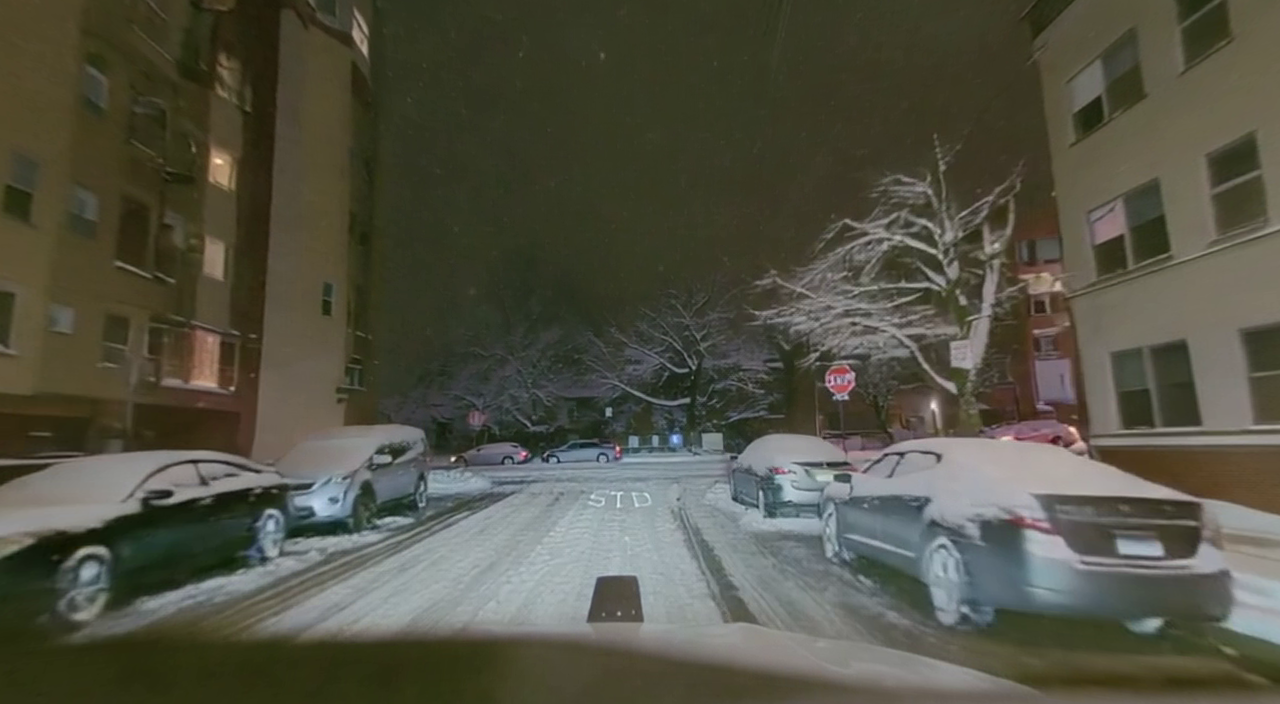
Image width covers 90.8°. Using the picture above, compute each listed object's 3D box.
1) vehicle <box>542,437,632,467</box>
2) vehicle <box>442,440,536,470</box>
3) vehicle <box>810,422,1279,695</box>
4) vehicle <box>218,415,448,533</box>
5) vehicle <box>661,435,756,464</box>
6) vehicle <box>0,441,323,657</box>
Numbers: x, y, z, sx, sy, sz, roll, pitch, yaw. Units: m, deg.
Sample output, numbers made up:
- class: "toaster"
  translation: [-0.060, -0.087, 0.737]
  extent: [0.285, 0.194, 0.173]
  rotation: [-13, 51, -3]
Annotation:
- class: "vehicle"
  translation: [-2.697, 5.173, 32.684]
  extent: [4.489, 1.470, 1.776]
  rotation: [1, -8, -4]
- class: "vehicle"
  translation: [-7.633, 5.259, 32.352]
  extent: [4.423, 1.449, 1.813]
  rotation: [1, -9, -5]
- class: "vehicle"
  translation: [3.200, 1.466, 5.749]
  extent: [1.919, 1.490, 4.339]
  rotation: [0, -8, -3]
- class: "vehicle"
  translation: [-5.948, 2.446, 13.443]
  extent: [2.208, 1.903, 6.040]
  rotation: [0, -8, -4]
- class: "vehicle"
  translation: [3.493, 5.066, 32.916]
  extent: [4.681, 1.480, 1.817]
  rotation: [0, -9, -3]
- class: "vehicle"
  translation: [-5.581, 1.722, 6.740]
  extent: [2.129, 1.505, 4.510]
  rotation: [0, -8, -1]
